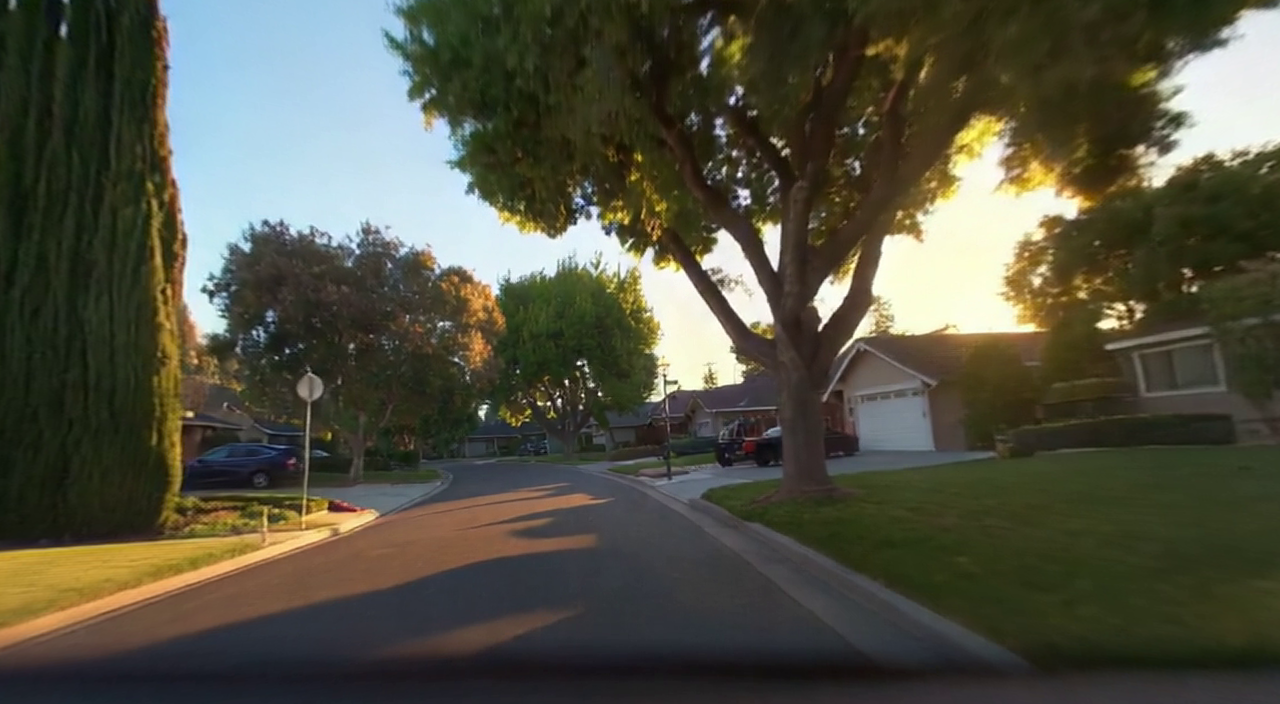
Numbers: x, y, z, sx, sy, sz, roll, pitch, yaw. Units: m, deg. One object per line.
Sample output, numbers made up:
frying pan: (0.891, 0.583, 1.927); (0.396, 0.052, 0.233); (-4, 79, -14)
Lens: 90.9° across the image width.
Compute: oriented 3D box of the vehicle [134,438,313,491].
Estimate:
vehicle: (-13.635, 3.699, 20.885); (4.471, 1.638, 1.877); (1, -8, -6)
